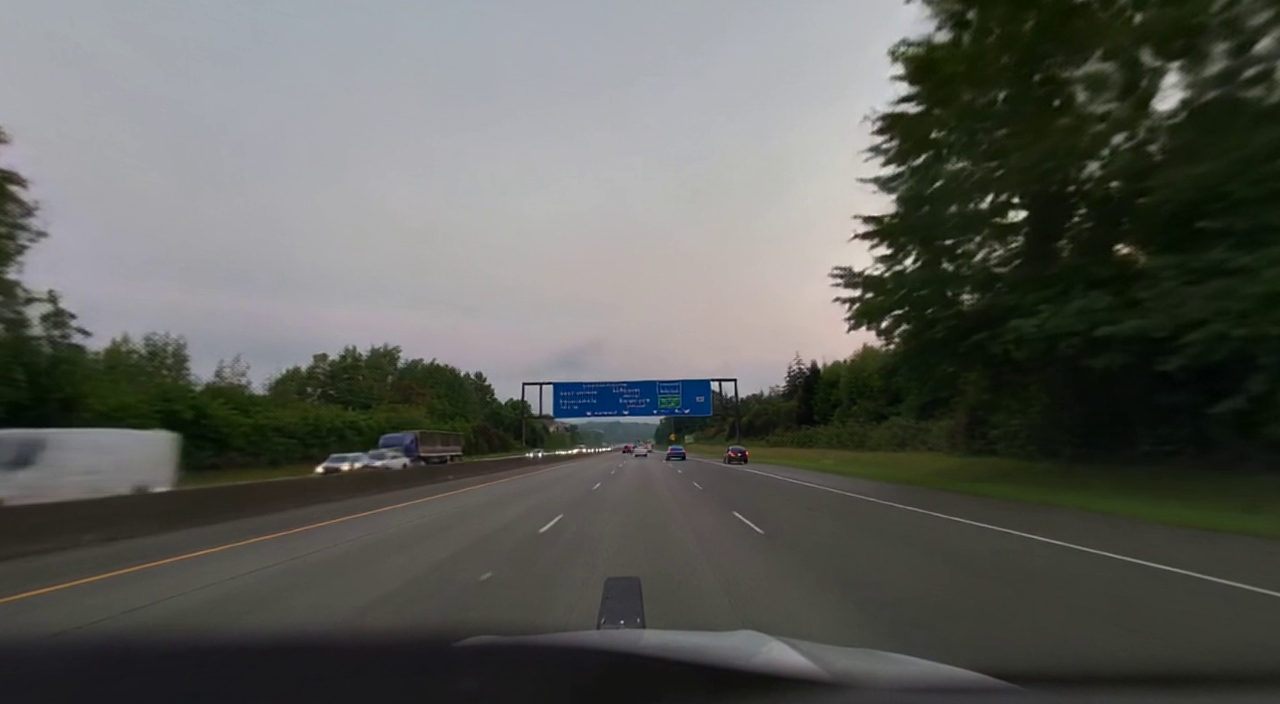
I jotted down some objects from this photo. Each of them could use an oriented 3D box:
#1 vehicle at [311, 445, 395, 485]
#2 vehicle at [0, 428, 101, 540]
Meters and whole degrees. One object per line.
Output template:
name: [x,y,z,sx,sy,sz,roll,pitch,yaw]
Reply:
vehicle: [-19.221,7.586,42.658,2.444,2.485,6.531,0,-9,1]
vehicle: [-15.587,2.945,13.997,2.281,2.519,5.502,0,-9,0]
